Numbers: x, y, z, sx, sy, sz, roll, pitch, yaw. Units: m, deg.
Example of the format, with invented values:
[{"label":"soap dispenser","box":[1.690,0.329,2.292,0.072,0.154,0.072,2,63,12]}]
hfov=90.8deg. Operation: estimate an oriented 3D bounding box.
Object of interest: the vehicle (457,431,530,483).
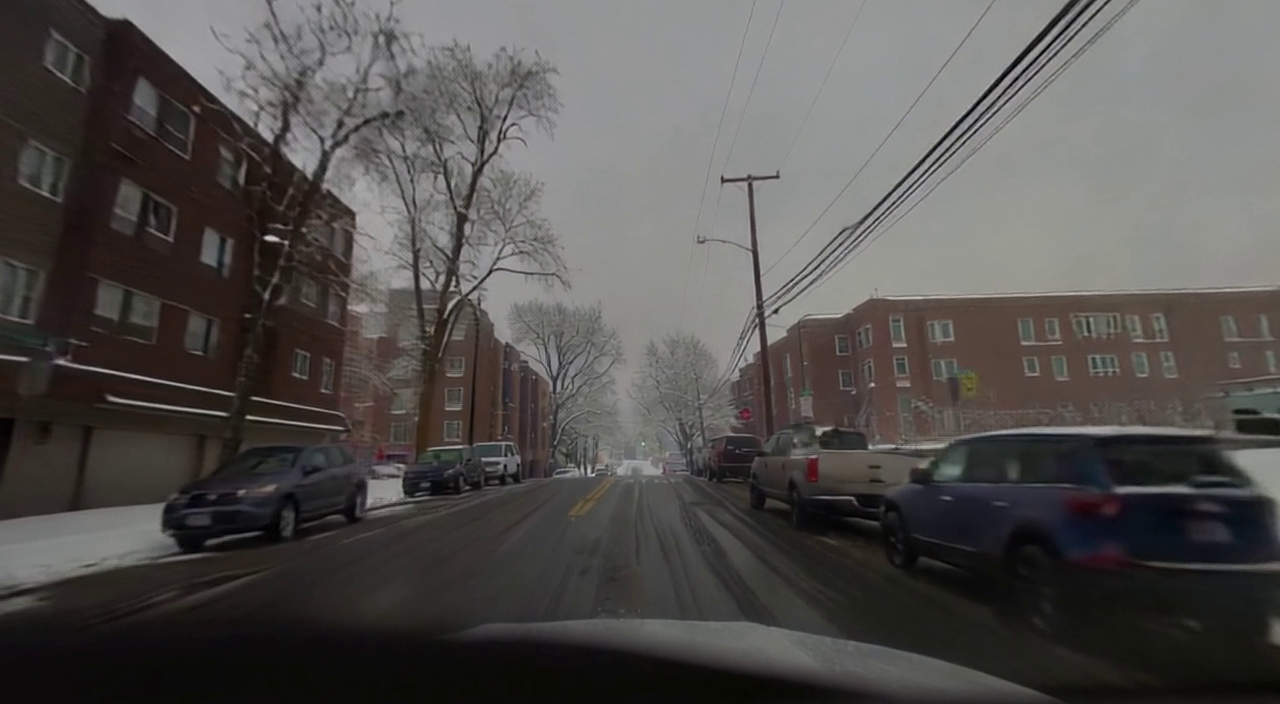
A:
[{"label":"vehicle","box":[-6.144,4.539,27.121,2.076,1.913,5.060,-2,-10,-1]}]

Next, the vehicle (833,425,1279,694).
[{"label":"vehicle","box":[3.580,1.509,5.958,1.925,1.489,4.655,0,-8,-2]}]

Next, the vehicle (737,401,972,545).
[{"label":"vehicle","box":[3.272,1.987,11.058,2.082,1.902,5.122,0,-8,-3]}]

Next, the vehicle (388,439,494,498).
[{"label":"vehicle","box":[-6.418,3.777,20.949,2.069,1.647,4.359,-2,-8,1]}]

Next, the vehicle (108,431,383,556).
[{"label":"vehicle","box":[-6.368,2.280,10.985,1.947,1.707,4.352,0,-8,0]}]
